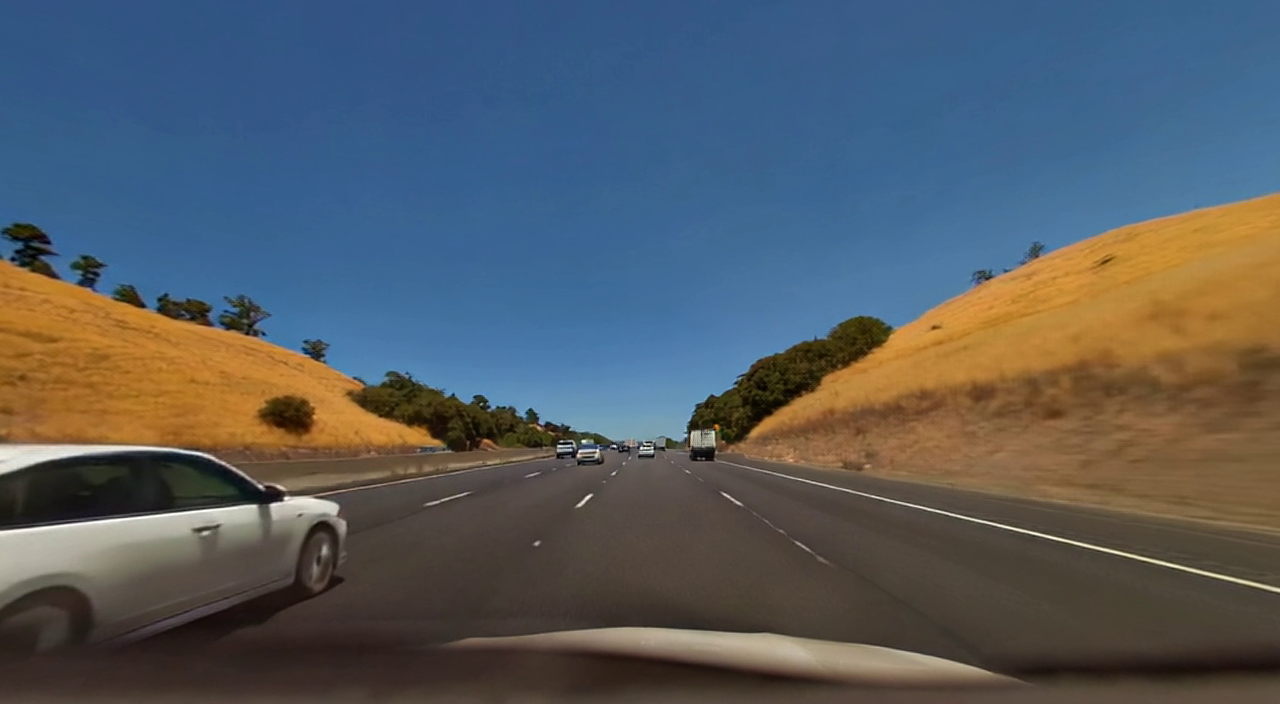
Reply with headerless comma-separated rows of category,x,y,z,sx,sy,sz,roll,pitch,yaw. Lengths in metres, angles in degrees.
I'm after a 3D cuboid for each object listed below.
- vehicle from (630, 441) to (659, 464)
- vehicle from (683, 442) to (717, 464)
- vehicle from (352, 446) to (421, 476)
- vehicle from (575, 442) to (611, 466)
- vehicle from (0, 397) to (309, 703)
vehicle,0.324,7.541,47.462,2.031,1.566,3.904,0,-8,0
vehicle,4.420,7.480,46.808,2.027,1.525,4.348,0,-8,-1
vehicle,-13.269,5.703,33.249,1.815,1.414,4.210,0,-8,1
vehicle,-3.200,7.053,43.863,2.091,1.552,4.516,0,-8,0
vehicle,-3.375,0.899,2.129,1.997,1.502,4.554,0,-8,1
